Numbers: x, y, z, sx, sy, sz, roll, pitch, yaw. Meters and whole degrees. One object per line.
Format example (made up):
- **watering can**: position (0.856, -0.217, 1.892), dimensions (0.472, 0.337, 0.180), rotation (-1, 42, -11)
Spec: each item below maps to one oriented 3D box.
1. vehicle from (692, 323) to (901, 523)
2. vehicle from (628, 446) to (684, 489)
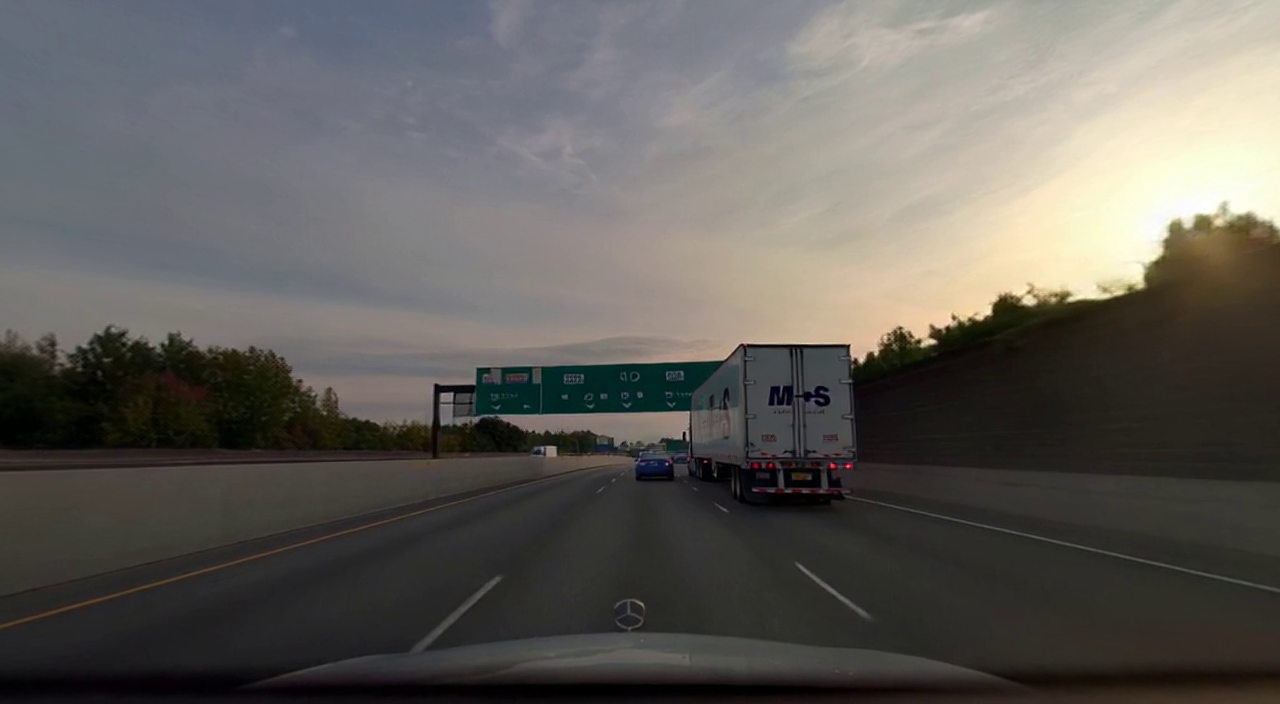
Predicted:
- **vehicle**: position (3.758, 2.492, 20.022), dimensions (3.002, 4.104, 14.174), rotation (0, -9, 0)
- **vehicle**: position (0.598, 4.722, 26.045), dimensions (2.121, 1.642, 3.828), rotation (0, -9, 0)
